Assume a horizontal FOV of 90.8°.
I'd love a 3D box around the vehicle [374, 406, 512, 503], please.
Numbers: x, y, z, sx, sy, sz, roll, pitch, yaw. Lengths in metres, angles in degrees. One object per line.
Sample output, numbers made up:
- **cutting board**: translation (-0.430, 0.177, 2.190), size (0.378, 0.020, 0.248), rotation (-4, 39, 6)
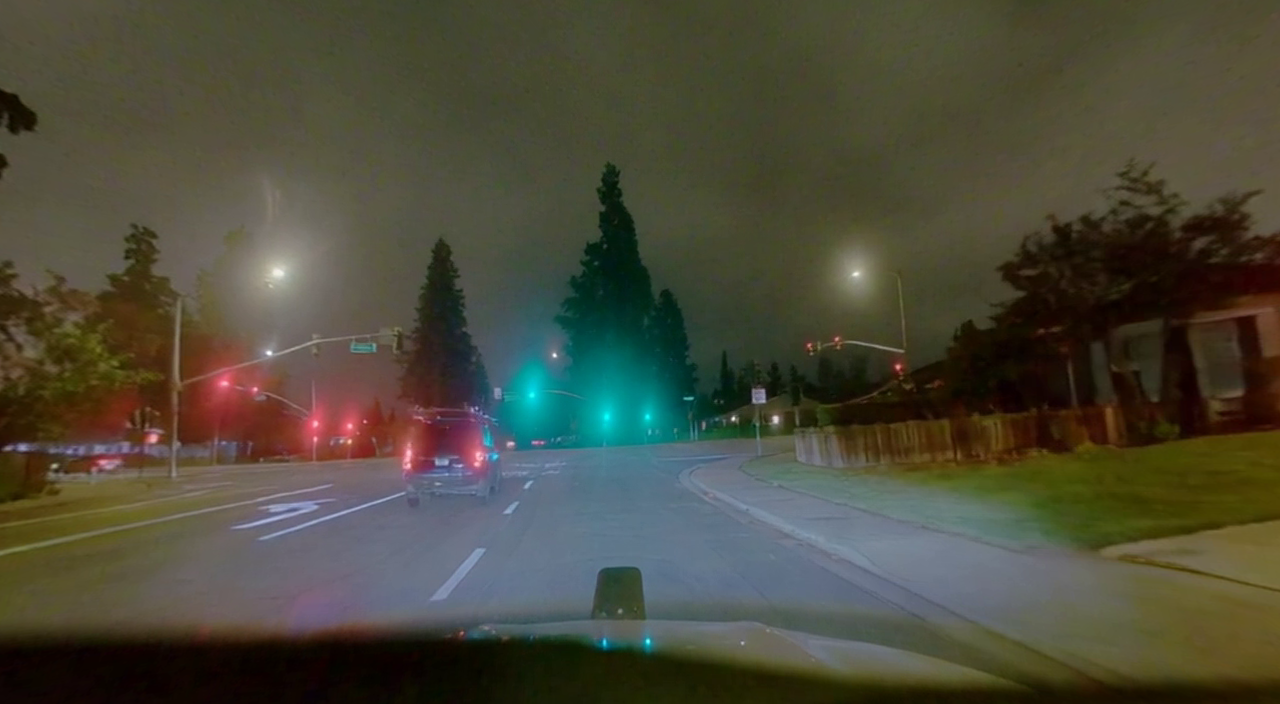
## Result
- **vehicle**: translation (-4.241, 2.299, 14.475), size (2.041, 1.834, 4.679), rotation (1, -8, -6)
